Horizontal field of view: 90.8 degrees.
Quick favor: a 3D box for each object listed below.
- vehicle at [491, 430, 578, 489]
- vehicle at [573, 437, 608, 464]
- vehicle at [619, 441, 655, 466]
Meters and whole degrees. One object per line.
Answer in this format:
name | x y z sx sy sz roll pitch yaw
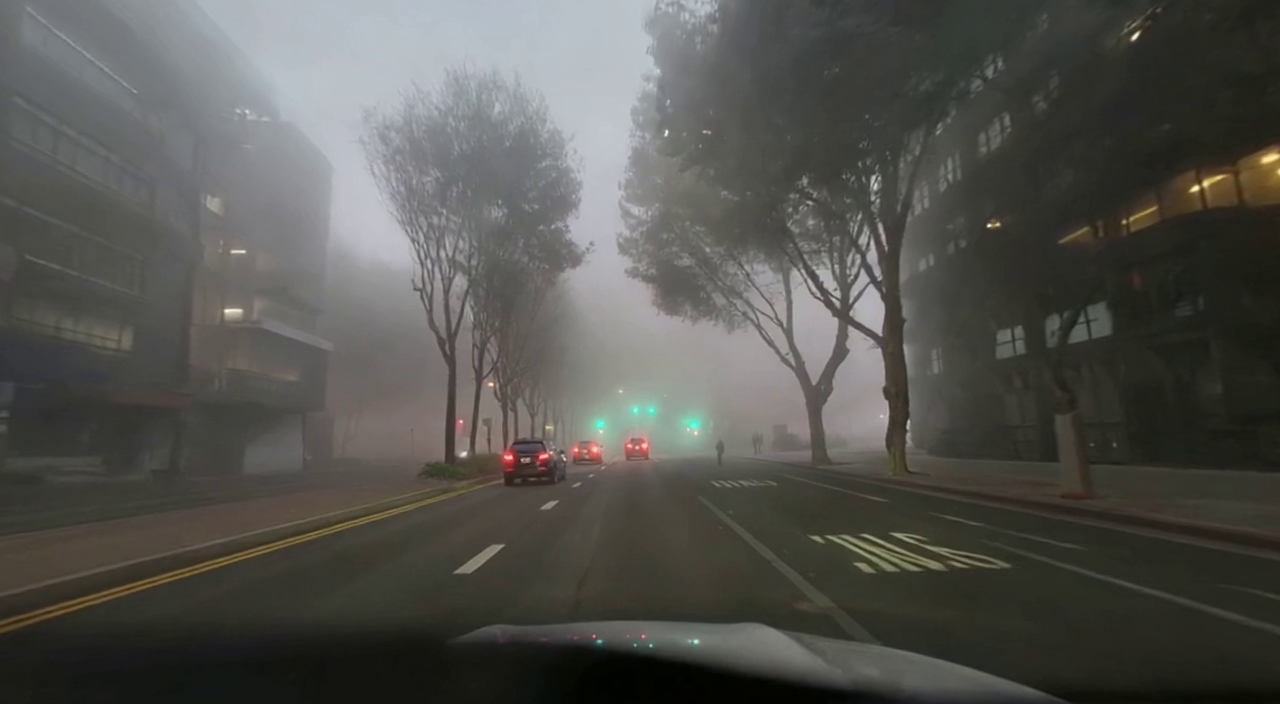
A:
vehicle | -3.361 3.532 21.028 2.116 1.725 4.315 0 -8 1
vehicle | -3.495 7.060 45.446 2.152 1.802 4.628 0 -8 0
vehicle | -0.211 6.251 39.089 2.095 1.438 3.843 0 -8 -1
